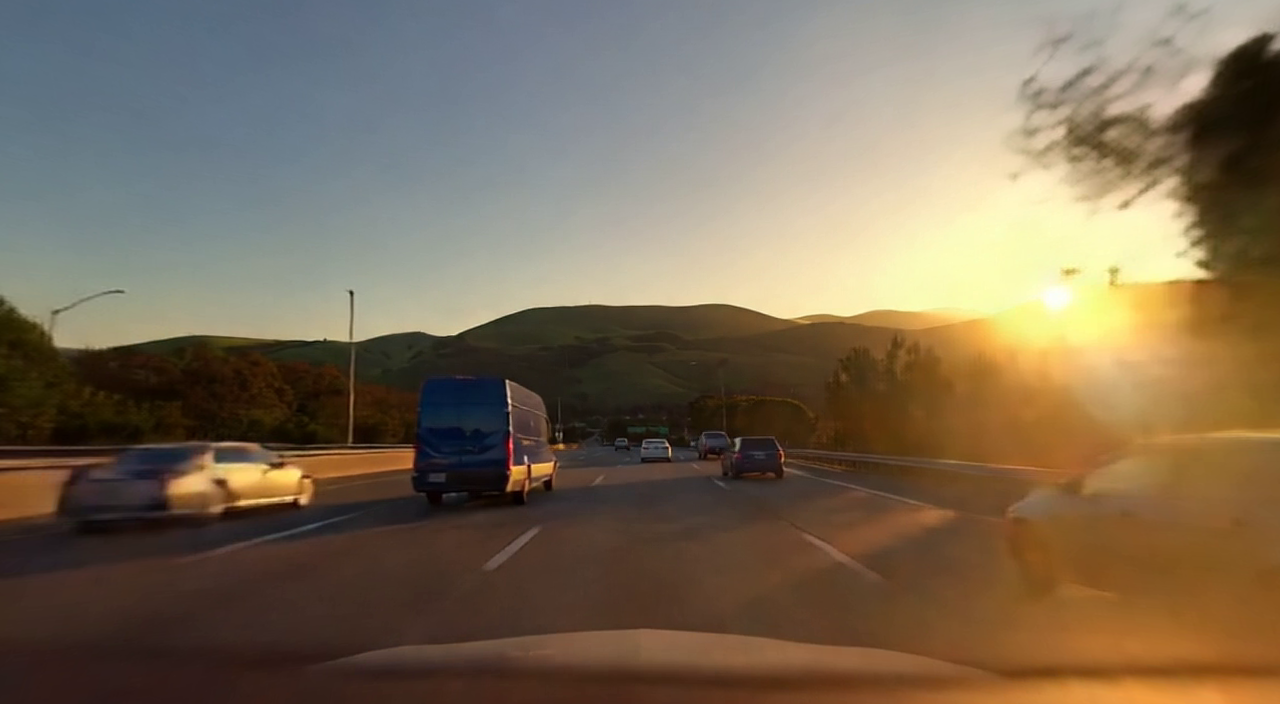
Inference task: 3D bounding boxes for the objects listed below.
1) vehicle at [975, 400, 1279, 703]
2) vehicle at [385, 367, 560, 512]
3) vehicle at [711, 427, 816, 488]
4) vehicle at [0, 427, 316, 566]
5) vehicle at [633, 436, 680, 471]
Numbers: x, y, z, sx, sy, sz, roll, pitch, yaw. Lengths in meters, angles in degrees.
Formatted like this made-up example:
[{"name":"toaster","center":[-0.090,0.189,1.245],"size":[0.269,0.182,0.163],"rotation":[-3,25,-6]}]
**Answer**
[{"name":"vehicle","center":[4.193,1.060,3.650],"size":[2.050,1.491,4.362],"rotation":[0,-8,-1]},{"name":"vehicle","center":[-3.465,2.031,14.622],"size":[2.396,2.664,5.735],"rotation":[-1,-8,1]},{"name":"vehicle","center":[3.693,3.249,19.711],"size":[2.270,1.660,4.101],"rotation":[0,-8,-2]},{"name":"vehicle","center":[-6.865,1.900,9.087],"size":[1.964,1.487,4.417],"rotation":[-1,-8,1]},{"name":"vehicle","center":[0.715,4.743,29.670],"size":[2.054,1.504,3.890],"rotation":[0,-8,0]}]
